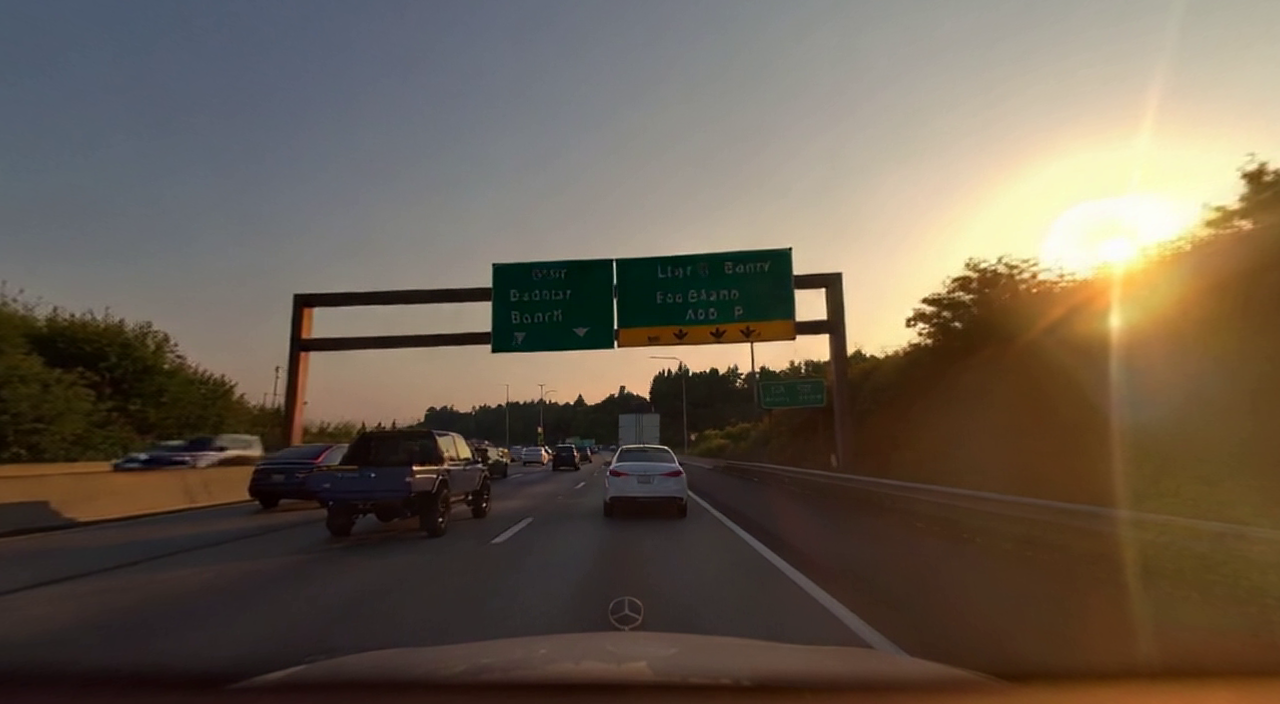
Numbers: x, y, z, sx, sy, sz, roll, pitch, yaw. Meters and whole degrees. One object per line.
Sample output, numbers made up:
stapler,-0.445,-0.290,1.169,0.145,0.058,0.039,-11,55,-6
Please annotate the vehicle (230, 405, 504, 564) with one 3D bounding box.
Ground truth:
vehicle,-3.689,1.917,9.753,2.051,1.829,4.736,0,-9,1

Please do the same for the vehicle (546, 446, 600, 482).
vehicle,-2.867,4.930,27.882,1.998,1.466,3.684,0,-9,0

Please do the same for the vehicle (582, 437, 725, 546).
vehicle,0.177,2.233,10.595,1.995,1.495,3.380,0,-9,0
